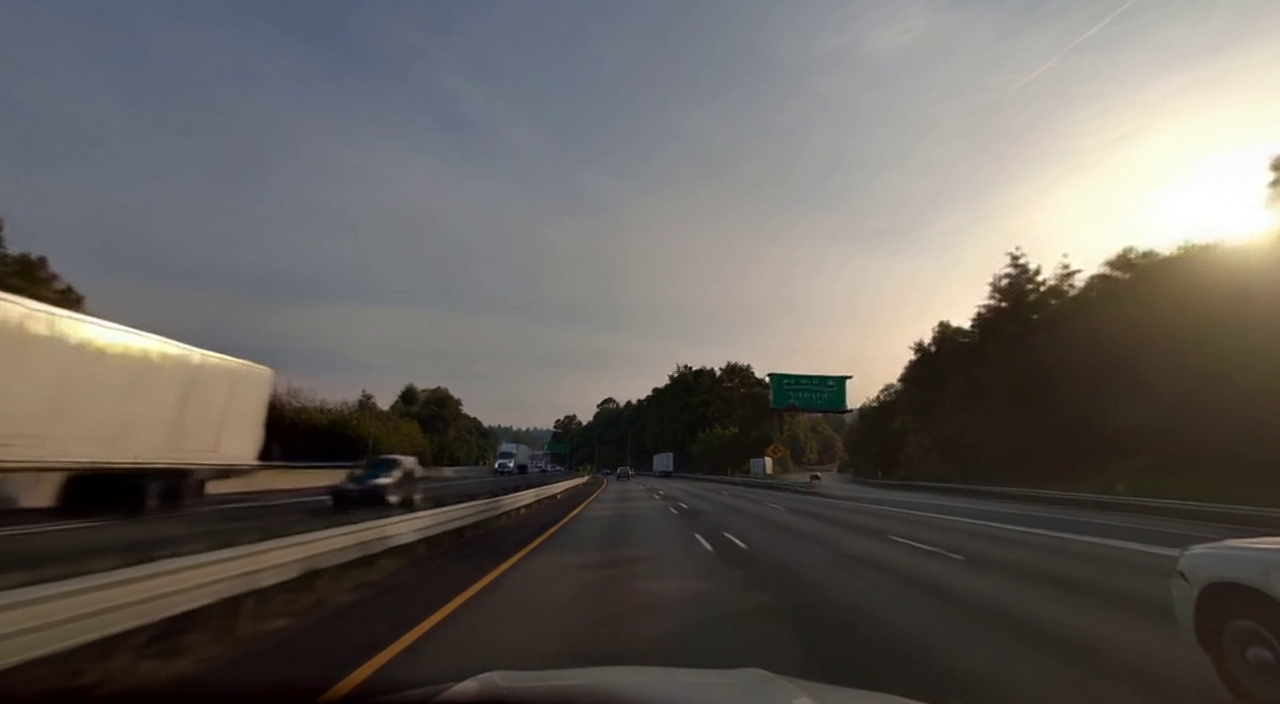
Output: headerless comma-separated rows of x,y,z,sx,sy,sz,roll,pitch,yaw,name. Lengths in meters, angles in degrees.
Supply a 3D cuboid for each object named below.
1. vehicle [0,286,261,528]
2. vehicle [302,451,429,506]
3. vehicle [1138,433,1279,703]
-12.748,0.789,10.132,2.975,4.187,16.809,1,-10,-1,vehicle
-8.681,4.068,20.416,2.176,1.548,4.347,1,-10,-1,vehicle
4.004,0.880,1.397,1.965,1.502,4.599,1,-10,-1,vehicle
